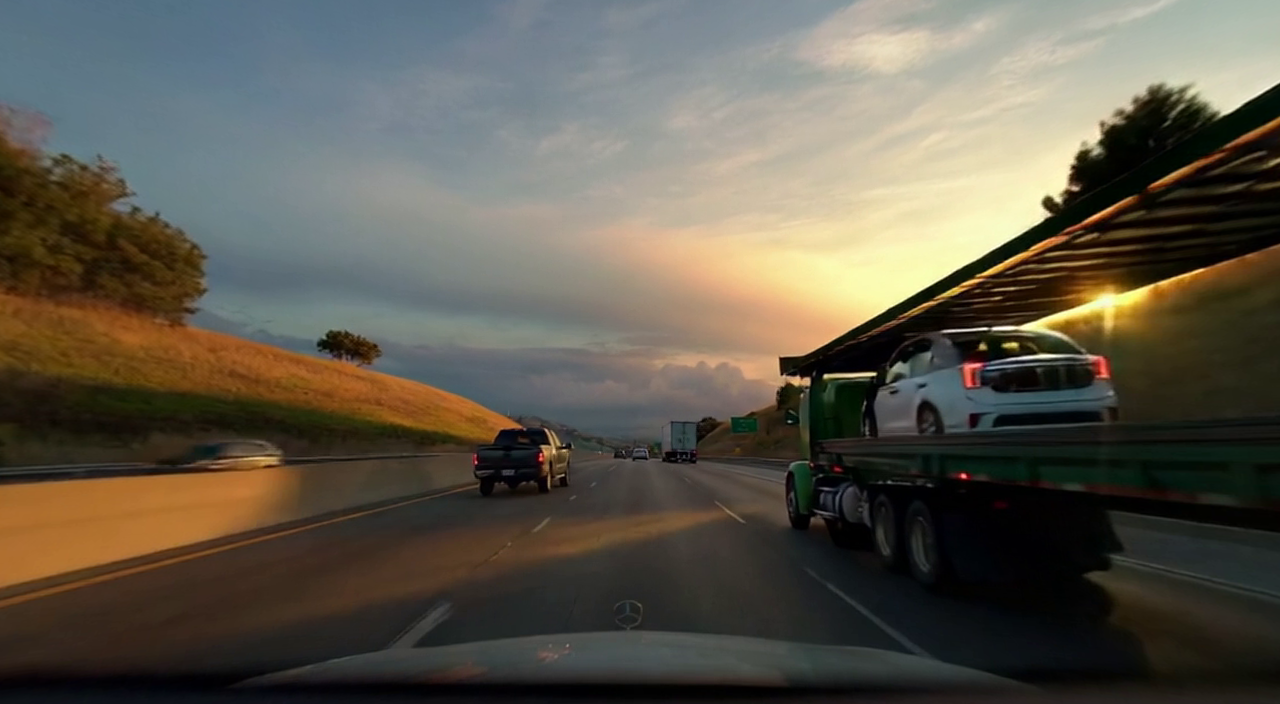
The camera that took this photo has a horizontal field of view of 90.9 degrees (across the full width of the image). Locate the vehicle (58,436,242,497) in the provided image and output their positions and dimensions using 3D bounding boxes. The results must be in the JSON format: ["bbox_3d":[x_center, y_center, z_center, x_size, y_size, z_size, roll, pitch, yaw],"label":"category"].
[{"bbox_3d":[-14.727,3.465,19.378,1.954,1.628,4.574,0,-9,0],"label":"vehicle"}]

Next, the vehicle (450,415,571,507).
[{"bbox_3d":[-3.179,2.815,16.522,2.142,2.044,4.446,0,-9,1],"label":"vehicle"}]
